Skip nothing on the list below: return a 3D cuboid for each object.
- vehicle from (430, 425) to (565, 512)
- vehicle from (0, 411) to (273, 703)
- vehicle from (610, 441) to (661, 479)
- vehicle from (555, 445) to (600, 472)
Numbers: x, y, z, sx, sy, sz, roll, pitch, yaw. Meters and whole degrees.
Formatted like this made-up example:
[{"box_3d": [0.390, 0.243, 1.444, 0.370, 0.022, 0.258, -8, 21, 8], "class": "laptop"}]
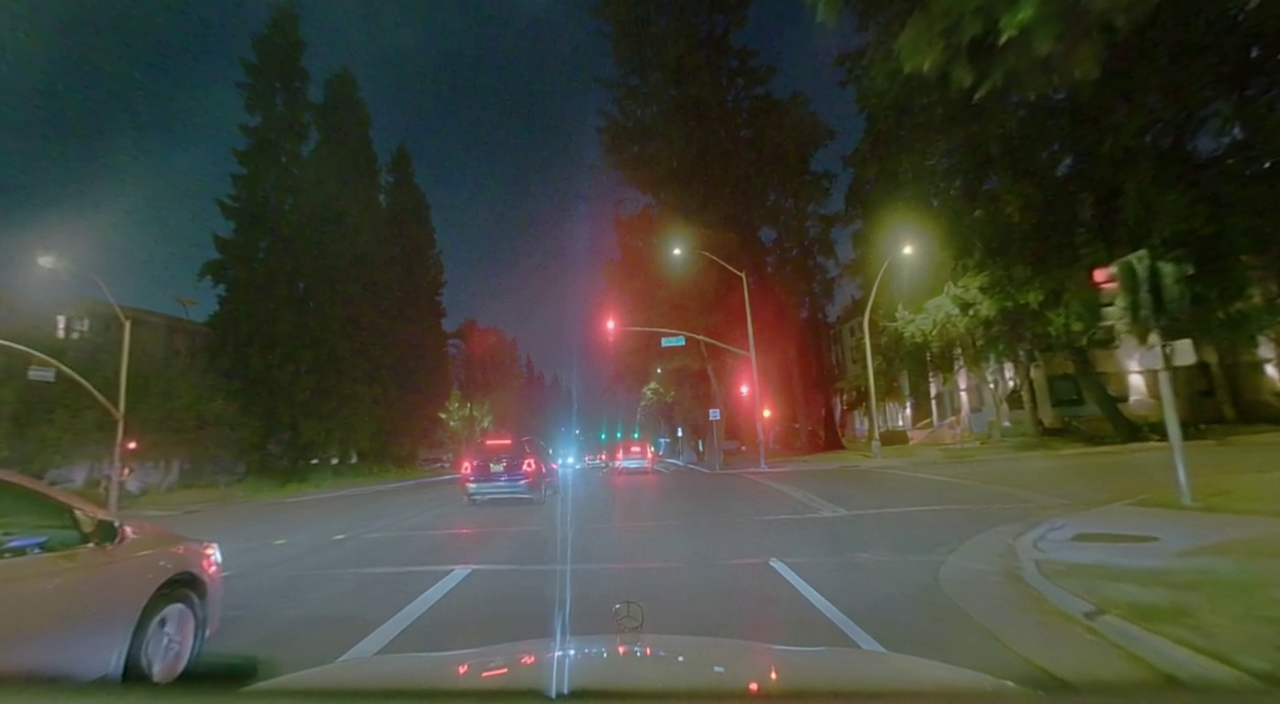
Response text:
[{"box_3d": [-3.225, 2.754, 15.391, 2.157, 1.771, 4.452, 0, -8, 1], "class": "vehicle"}, {"box_3d": [-3.511, 0.897, 1.928, 1.934, 1.475, 4.741, 0, -8, 0], "class": "vehicle"}, {"box_3d": [-0.221, 4.640, 27.495, 2.062, 1.518, 3.901, 0, -8, -1], "class": "vehicle"}, {"box_3d": [-3.720, 6.459, 38.410, 2.268, 1.522, 4.350, 0, -8, 0], "class": "vehicle"}]
